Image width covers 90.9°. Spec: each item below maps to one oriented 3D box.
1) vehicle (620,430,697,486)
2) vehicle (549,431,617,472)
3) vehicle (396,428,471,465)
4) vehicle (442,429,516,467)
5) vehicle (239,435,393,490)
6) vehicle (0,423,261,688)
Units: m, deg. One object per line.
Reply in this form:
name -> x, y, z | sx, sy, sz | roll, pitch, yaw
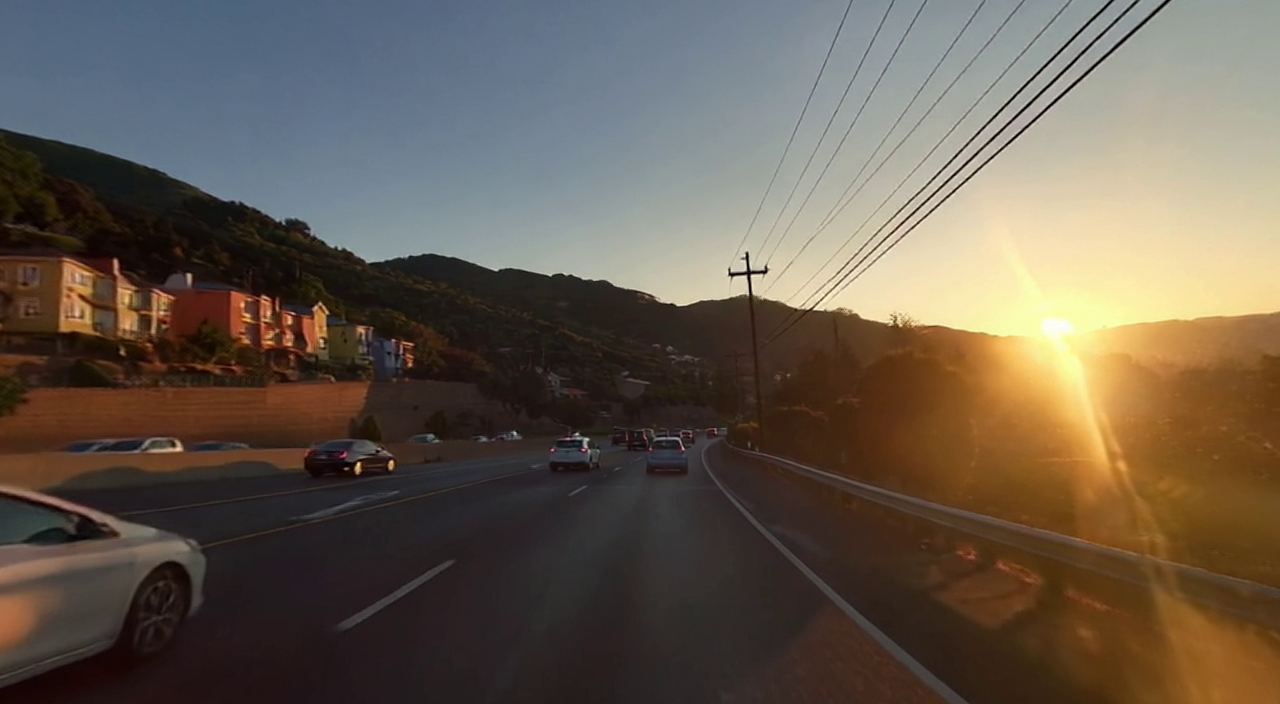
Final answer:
vehicle -> 0.611, 3.194, 19.231 | 2.109, 1.495, 3.935 | -1, -8, 3
vehicle -> -2.378, 4.335, 27.726 | 2.121, 1.639, 4.383 | -1, -8, 6
vehicle -> -11.755, 5.443, 36.357 | 2.105, 1.971, 4.868 | -1, -8, 8
vehicle -> -8.191, 4.941, 32.541 | 2.080, 1.833, 4.461 | -1, -8, 9
vehicle -> -9.623, 3.304, 19.243 | 1.959, 1.469, 4.450 | -1, -8, 7
vehicle -> -4.599, 1.134, 3.453 | 1.956, 1.478, 4.789 | 0, -8, 2
